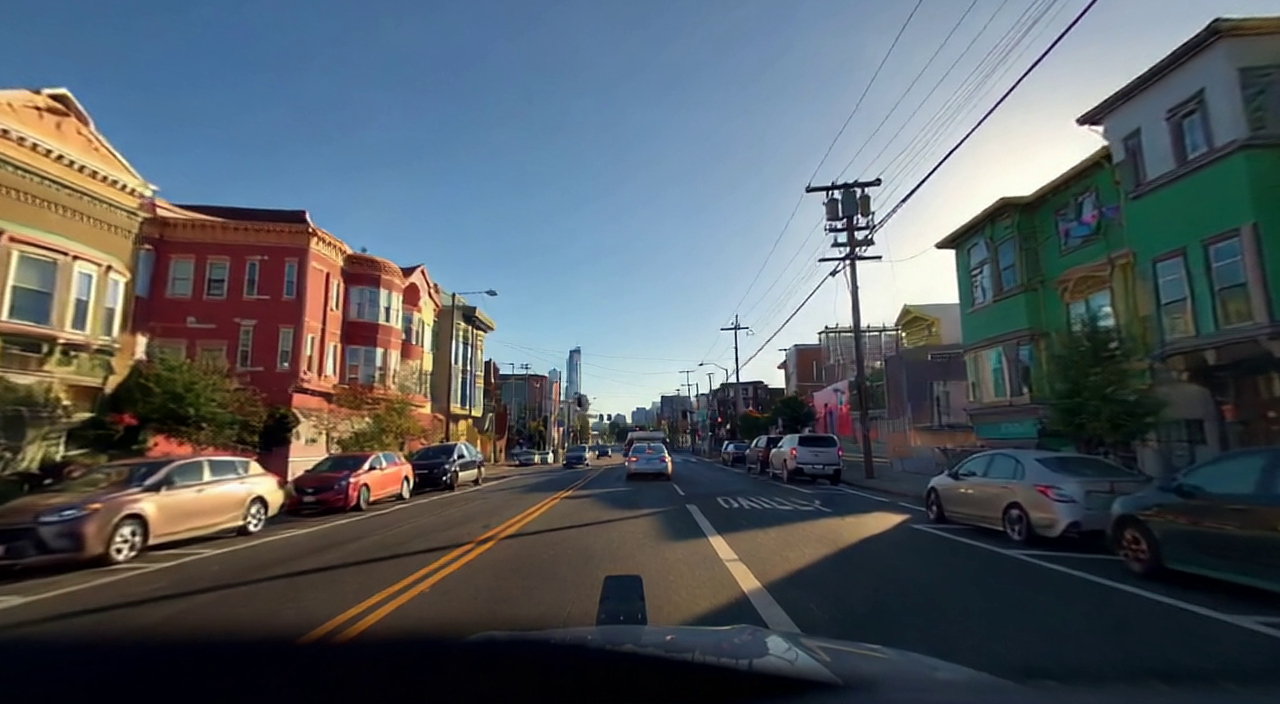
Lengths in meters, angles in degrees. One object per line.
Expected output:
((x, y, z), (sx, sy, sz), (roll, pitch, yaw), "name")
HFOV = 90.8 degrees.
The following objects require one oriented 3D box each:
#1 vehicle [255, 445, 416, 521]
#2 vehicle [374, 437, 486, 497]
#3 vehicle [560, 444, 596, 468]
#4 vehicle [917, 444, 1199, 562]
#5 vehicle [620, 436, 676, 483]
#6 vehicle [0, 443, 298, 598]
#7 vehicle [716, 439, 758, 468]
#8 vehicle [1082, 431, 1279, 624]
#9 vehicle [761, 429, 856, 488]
((-7.236, 3.103, 15.581), (1.928, 1.552, 4.234), (0, -8, -1), "vehicle")
((-7.202, 3.952, 22.388), (2.095, 1.847, 5.290), (0, -8, 1), "vehicle")
((-4.122, 6.958, 42.579), (1.944, 1.515, 4.428), (0, -9, 1), "vehicle")
((6.559, 2.347, 10.617), (1.842, 1.561, 4.084), (0, -9, -1), "vehicle")
((0.325, 4.067, 24.169), (1.980, 1.635, 3.795), (0, -9, 1), "vehicle")
((-7.289, 2.165, 9.227), (1.884, 1.582, 4.837), (0, -8, 0), "vehicle")
((6.848, 7.224, 45.233), (2.197, 1.917, 5.637), (0, -9, 1), "vehicle")
((6.462, 1.495, 5.386), (2.018, 1.630, 4.594), (0, -9, 0), "vehicle")
((6.495, 4.204, 25.222), (2.203, 2.052, 5.975), (0, -9, 0), "vehicle")
